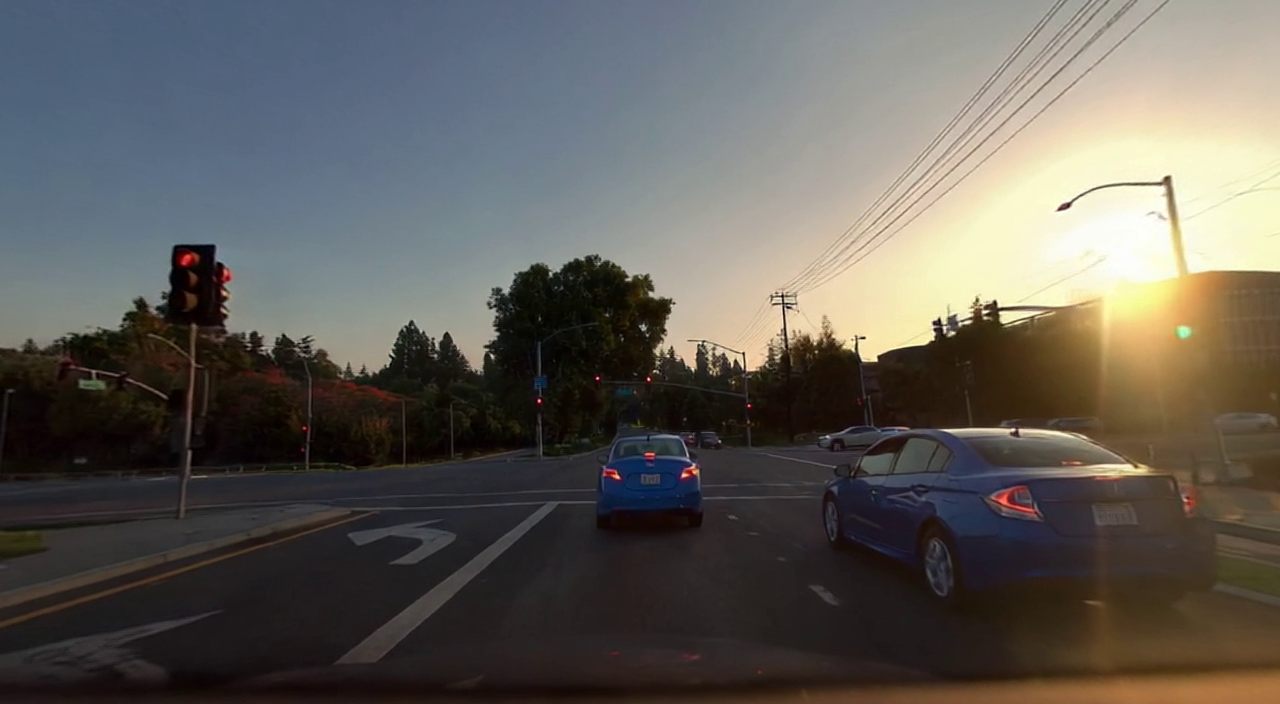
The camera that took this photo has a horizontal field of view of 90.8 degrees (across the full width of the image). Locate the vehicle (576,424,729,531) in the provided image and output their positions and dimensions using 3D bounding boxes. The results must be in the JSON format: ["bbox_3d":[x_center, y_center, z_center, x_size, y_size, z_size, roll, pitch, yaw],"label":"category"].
[{"bbox_3d":[0.168,2.024,10.718,2.110,1.466,3.860,0,-8,0],"label":"vehicle"}]

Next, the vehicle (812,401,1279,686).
[{"bbox_3d":[3.088,1.298,5.446,2.004,1.448,4.263,0,-8,0],"label":"vehicle"}]
